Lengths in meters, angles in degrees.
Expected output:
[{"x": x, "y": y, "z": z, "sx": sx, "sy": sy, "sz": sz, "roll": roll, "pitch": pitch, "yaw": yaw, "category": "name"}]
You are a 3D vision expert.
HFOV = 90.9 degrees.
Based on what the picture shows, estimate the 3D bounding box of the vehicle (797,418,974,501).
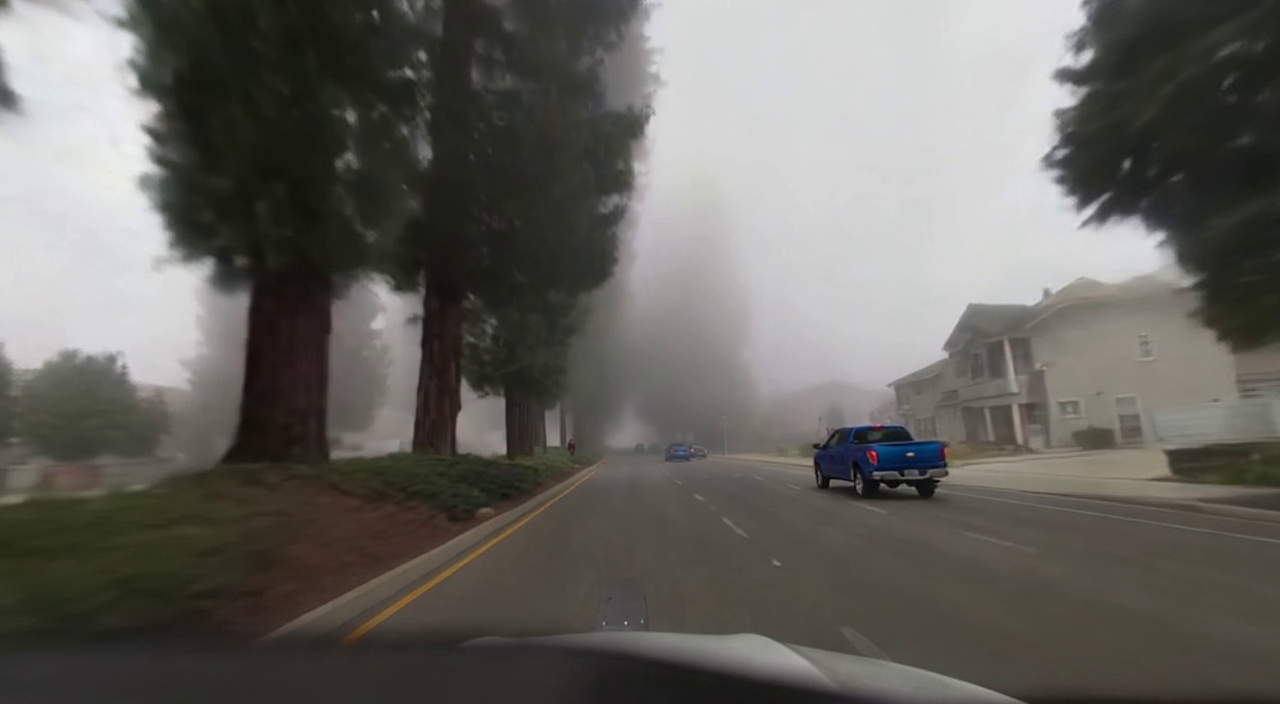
[{"x": 6.041, "y": 2.746, "z": 16.539, "sx": 2.262, "sy": 1.769, "sz": 5.666, "roll": 0, "pitch": -8, "yaw": -1, "category": "vehicle"}]

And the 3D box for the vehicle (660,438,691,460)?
[{"x": 2.750, "y": 7.633, "z": 49.850, "sx": 2.061, "sy": 1.632, "sz": 4.222, "roll": 0, "pitch": -8, "yaw": -2, "category": "vehicle"}]
